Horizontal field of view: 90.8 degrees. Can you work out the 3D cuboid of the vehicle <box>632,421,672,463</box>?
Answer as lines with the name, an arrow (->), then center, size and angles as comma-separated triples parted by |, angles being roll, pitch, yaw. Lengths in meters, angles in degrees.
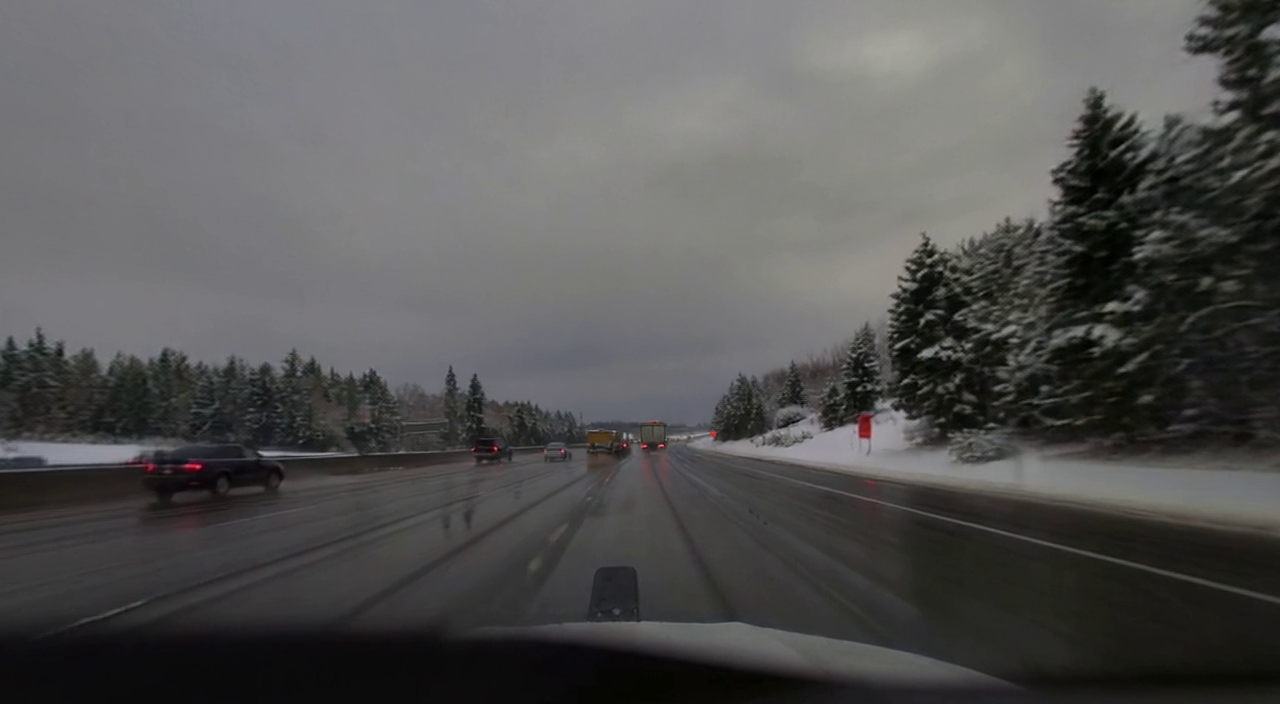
vehicle -> 0.897, 6.695, 47.054 | 2.768, 2.854, 6.757 | 1, -8, 1

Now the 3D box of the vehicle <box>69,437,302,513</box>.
vehicle -> -10.156, 2.762, 14.742 | 1.952, 1.457, 4.689 | 0, -9, 0

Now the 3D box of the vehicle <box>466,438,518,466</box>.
vehicle -> -10.082, 6.852, 43.447 | 2.080, 1.777, 5.450 | 0, -9, 2

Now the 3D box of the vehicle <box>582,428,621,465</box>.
vehicle -> -2.780, 6.964, 46.570 | 2.328, 2.519, 5.238 | 0, -9, 2

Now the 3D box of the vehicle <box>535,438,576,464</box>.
vehicle -> -6.316, 7.493, 47.774 | 2.206, 1.838, 4.889 | 0, -9, 3
